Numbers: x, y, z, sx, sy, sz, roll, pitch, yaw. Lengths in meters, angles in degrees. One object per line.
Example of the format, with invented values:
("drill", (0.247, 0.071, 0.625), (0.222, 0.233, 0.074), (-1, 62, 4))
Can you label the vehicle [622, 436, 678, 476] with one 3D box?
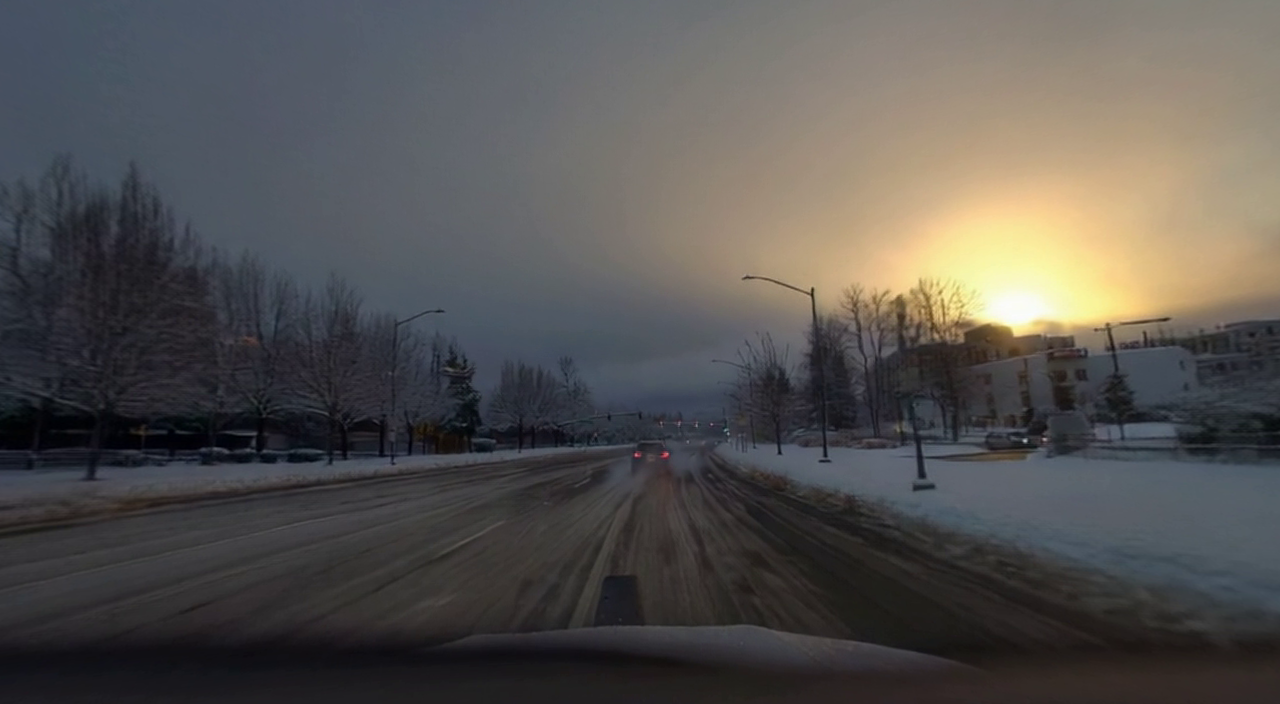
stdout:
("vehicle", (0.446, 4.239, 26.018), (2.133, 1.481, 4.276), (-1, -9, 2))
